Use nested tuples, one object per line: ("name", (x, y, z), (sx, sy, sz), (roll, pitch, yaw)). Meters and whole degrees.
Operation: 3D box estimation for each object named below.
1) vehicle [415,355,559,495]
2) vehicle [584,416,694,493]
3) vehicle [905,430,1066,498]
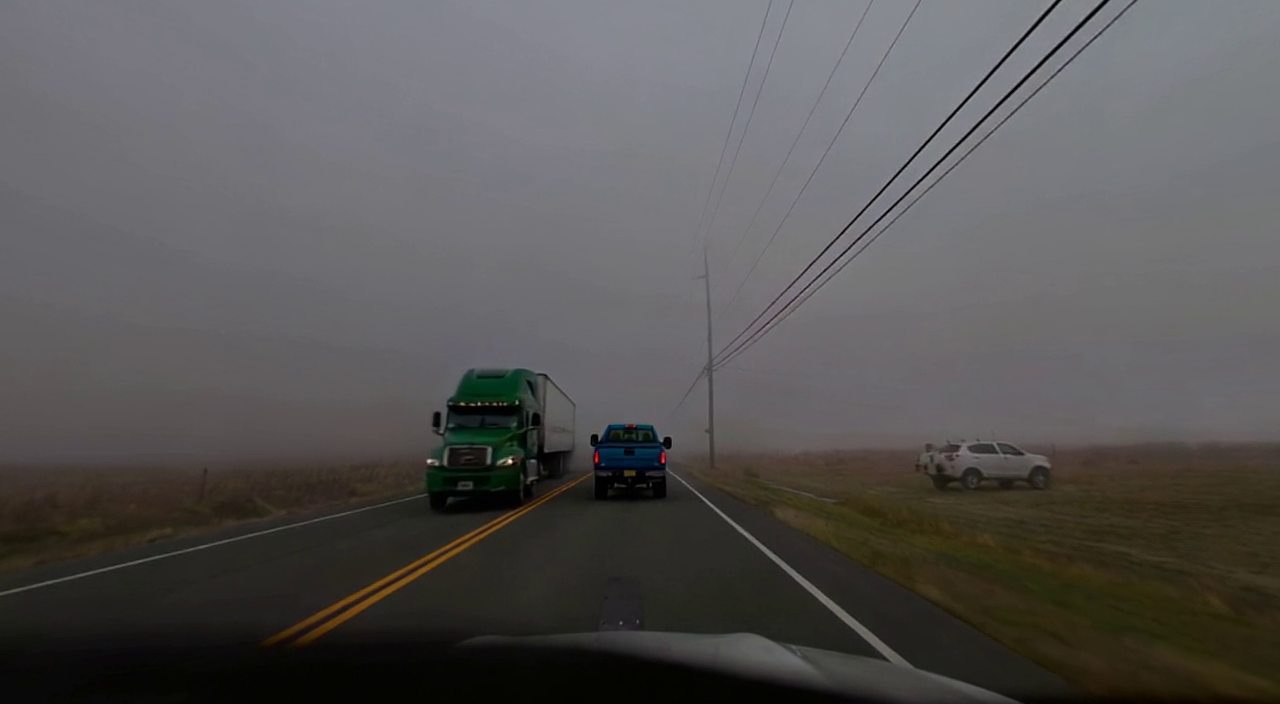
("vehicle", (-4.844, 2.630, 21.998), (3.063, 3.986, 7.883), (0, -8, -1))
("vehicle", (-0.076, 3.283, 20.553), (2.921, 2.031, 7.416), (0, -8, -1))
("vehicle", (10.632, 3.339, 19.296), (5.304, 1.754, 2.340), (7, -11, -39))
